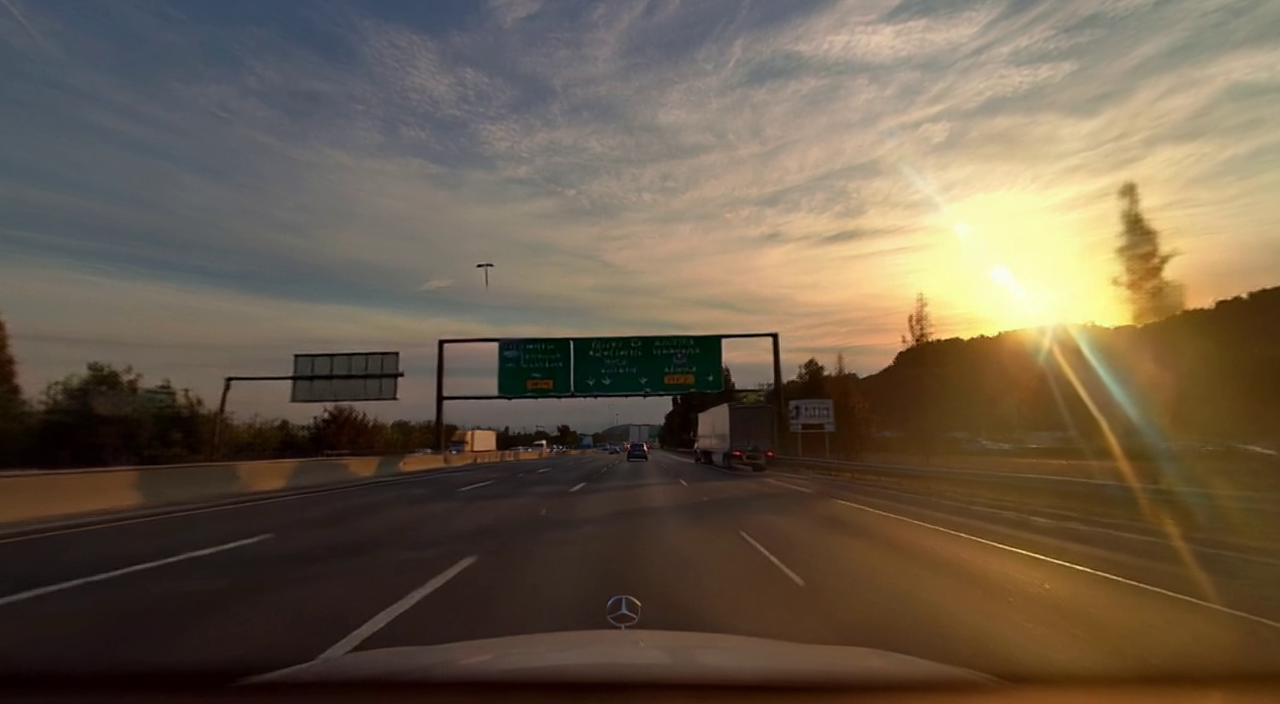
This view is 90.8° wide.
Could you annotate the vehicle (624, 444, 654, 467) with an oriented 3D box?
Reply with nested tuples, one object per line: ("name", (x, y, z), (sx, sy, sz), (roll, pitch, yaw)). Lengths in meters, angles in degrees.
("vehicle", (-0.083, 7.169, 43.882), (1.972, 1.492, 3.697), (0, -9, 0))

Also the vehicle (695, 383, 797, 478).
("vehicle", (5.211, 4.477, 34.634), (2.893, 4.114, 14.332), (0, -9, -1))
